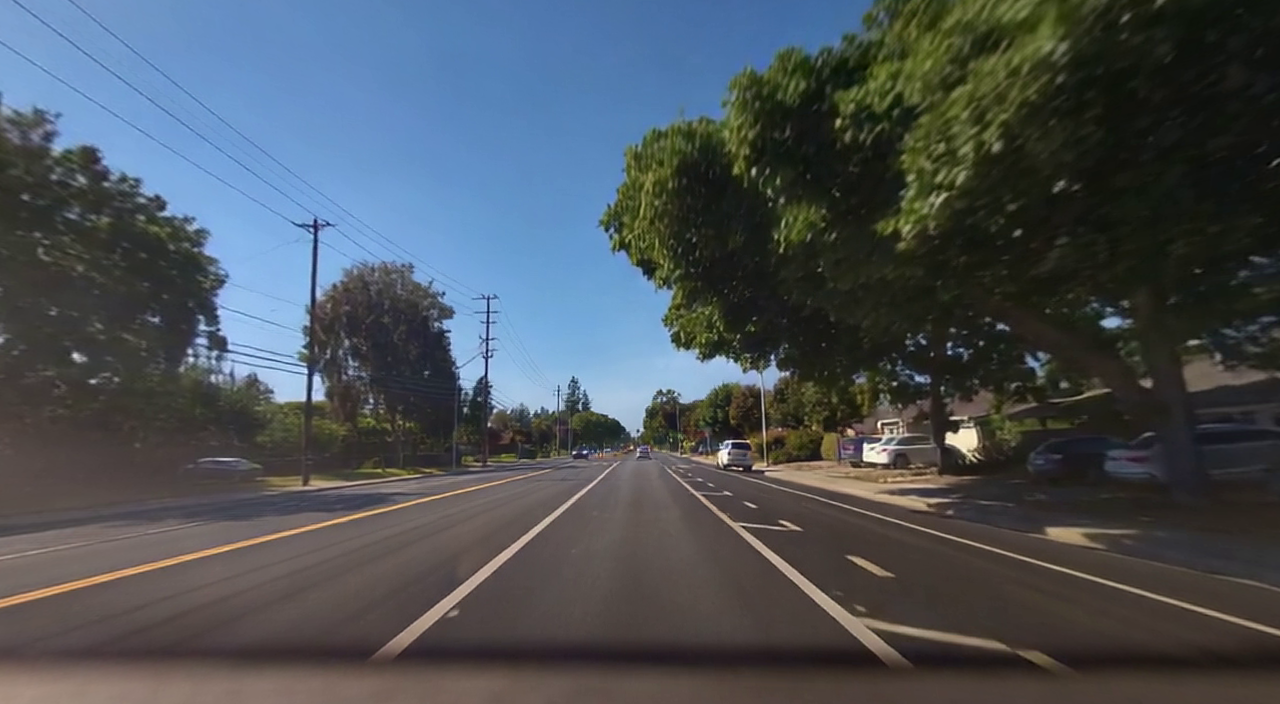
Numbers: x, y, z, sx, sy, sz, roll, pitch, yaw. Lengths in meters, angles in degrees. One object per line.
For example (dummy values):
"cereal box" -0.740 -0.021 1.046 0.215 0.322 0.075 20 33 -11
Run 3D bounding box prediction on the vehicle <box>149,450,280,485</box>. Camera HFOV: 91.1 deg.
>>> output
"vehicle" -19.063 5.190 28.241 4.500 1.482 1.916 0 -9 1

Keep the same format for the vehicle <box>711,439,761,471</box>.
"vehicle" 5.625 6.121 37.486 2.114 1.799 4.960 0 -9 -1

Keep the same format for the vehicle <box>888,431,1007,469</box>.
"vehicle" 14.068 4.509 28.926 4.399 1.663 1.970 0 -8 1

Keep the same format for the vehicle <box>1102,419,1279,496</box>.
"vehicle" 13.985 2.495 15.045 4.319 1.677 1.985 1 -9 -6
